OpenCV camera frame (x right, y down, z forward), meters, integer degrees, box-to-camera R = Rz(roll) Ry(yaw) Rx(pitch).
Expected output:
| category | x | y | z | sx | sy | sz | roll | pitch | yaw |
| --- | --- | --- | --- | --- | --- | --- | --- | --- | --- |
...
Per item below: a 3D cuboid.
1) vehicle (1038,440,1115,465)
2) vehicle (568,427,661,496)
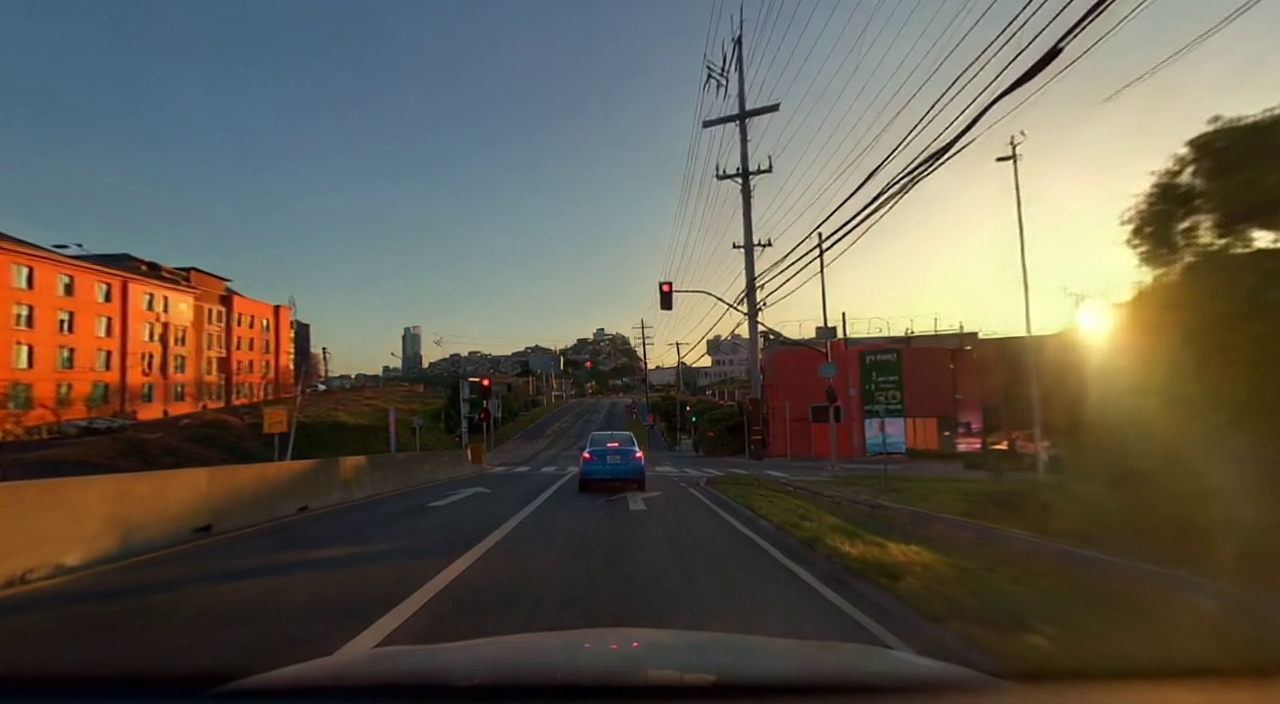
| category | x | y | z | sx | sy | sz | roll | pitch | yaw |
| --- | --- | --- | --- | --- | --- | --- | --- | --- | --- |
| vehicle | 27.560 | 6.322 | 39.901 | 1.635 | 1.433 | 3.558 | 5 | -9 | -31 |
| vehicle | -0.619 | 2.773 | 16.338 | 2.123 | 1.566 | 3.662 | 0 | -8 | -1 |
